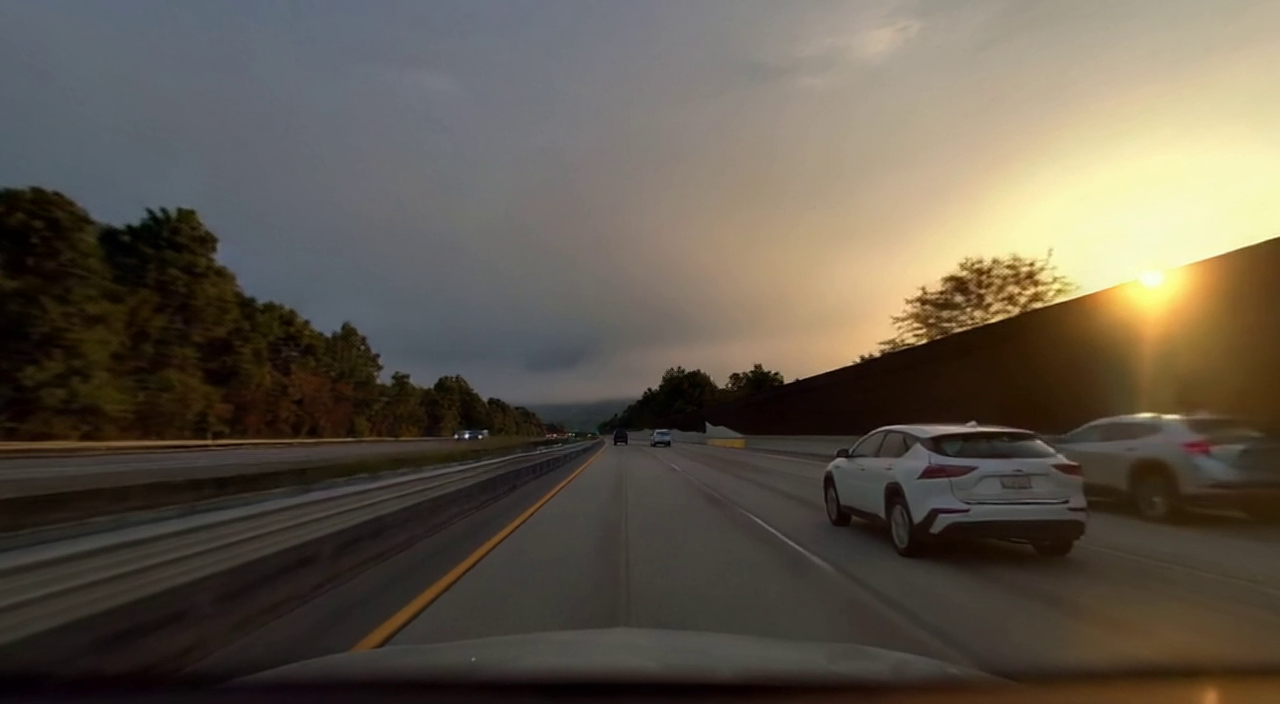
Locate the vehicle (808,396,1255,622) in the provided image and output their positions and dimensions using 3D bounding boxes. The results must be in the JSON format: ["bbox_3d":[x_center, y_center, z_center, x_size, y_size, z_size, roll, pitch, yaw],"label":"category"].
[{"bbox_3d":[3.274,1.354,6.404,2.002,1.569,3.845,0,-8,-1],"label":"vehicle"}]
